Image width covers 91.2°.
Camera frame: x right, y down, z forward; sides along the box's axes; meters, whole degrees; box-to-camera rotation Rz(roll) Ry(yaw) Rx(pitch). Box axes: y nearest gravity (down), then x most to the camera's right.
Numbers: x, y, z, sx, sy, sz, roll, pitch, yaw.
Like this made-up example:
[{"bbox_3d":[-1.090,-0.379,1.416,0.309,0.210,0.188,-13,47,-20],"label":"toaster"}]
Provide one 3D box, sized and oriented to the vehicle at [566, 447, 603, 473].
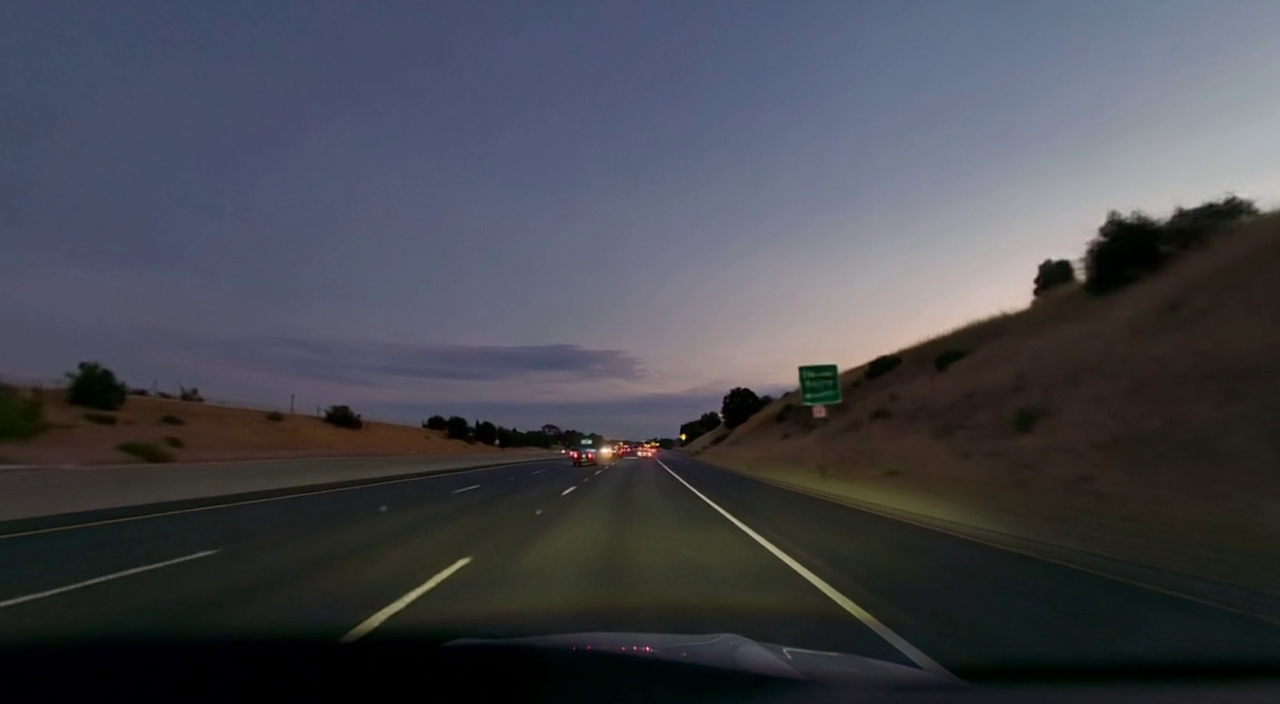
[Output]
[{"bbox_3d":[-3.300,6.509,37.917,1.895,1.482,3.852,0,-9,1],"label":"vehicle"}]
